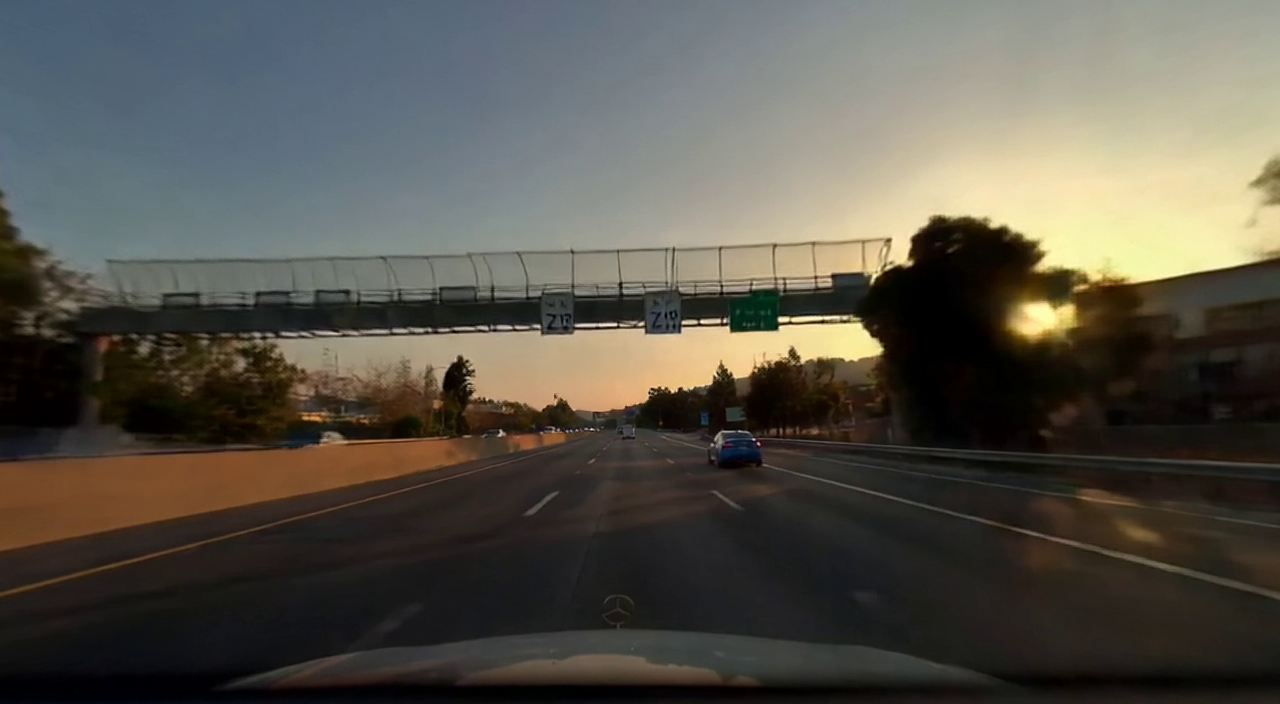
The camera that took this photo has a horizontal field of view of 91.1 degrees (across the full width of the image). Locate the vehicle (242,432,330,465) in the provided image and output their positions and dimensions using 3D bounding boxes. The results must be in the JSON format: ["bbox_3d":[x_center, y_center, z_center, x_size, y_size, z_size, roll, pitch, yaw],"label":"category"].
[{"bbox_3d":[-16.869,4.598,30.203,1.833,1.489,4.050,0,-8,0],"label":"vehicle"}]

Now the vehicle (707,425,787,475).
[{"bbox_3d":[3.618,3.380,22.030,1.973,1.563,3.959,0,-8,-2],"label":"vehicle"}]

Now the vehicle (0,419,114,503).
[{"bbox_3d":[-12.923,2.096,12.175,1.862,1.546,4.126,0,-8,0],"label":"vehicle"}]
